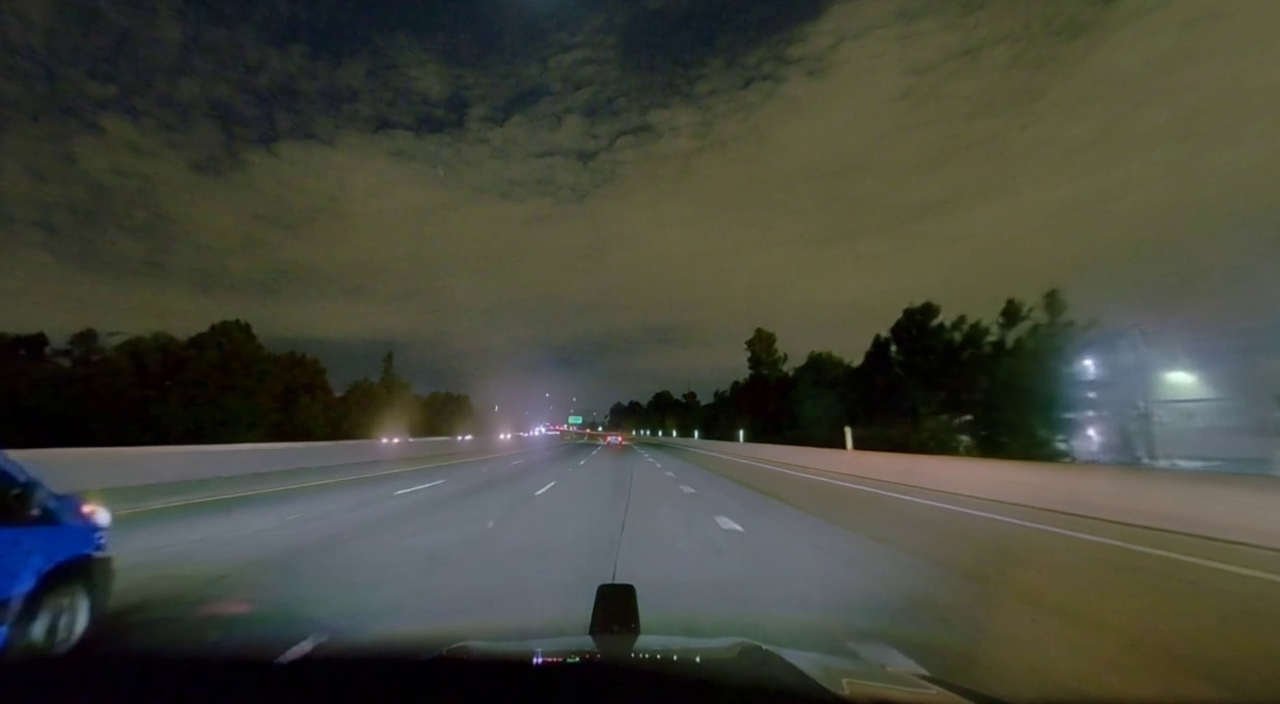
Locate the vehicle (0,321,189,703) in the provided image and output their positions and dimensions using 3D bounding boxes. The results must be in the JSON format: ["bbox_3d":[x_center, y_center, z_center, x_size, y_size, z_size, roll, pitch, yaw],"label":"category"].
[{"bbox_3d":[-4.063,0.618,1.734,2.219,1.827,4.738,0,-8,-2],"label":"vehicle"}]
